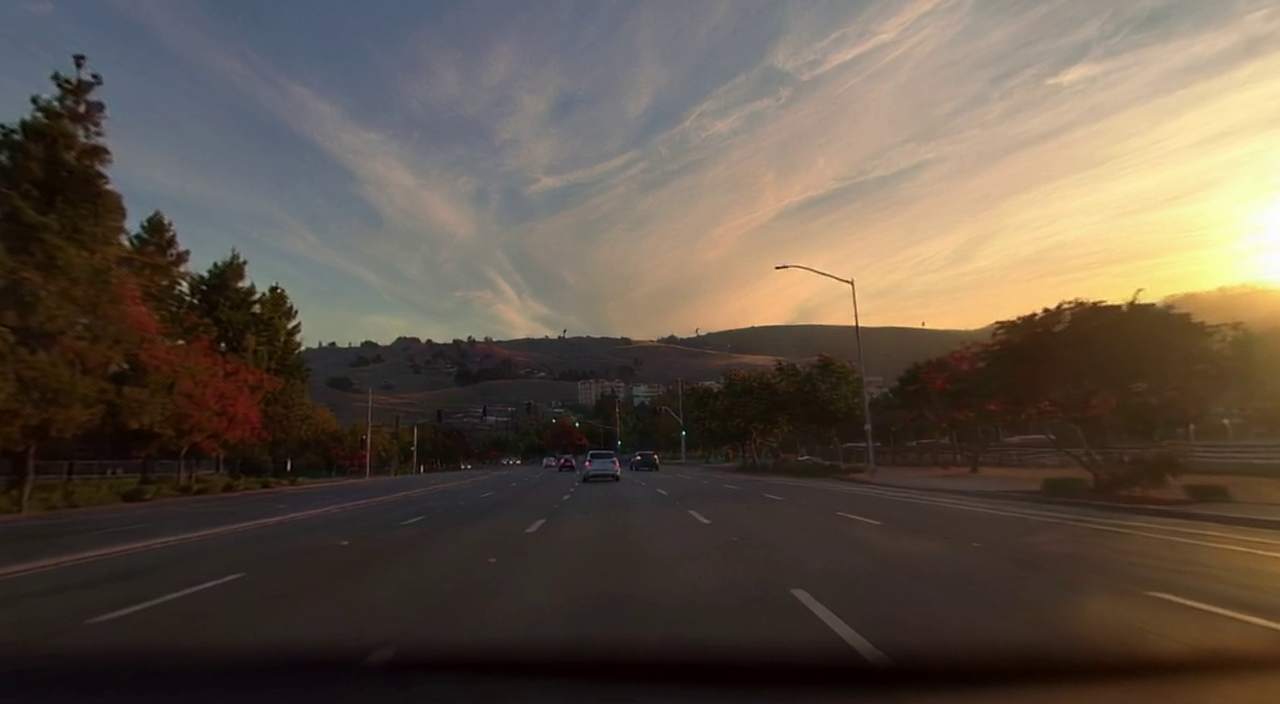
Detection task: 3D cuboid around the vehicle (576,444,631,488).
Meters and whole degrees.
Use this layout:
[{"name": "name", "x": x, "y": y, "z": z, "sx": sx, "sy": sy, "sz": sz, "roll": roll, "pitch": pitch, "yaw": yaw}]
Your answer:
[{"name": "vehicle", "x": -1.680, "y": 5.037, "z": 28.208, "sx": 2.253, "sy": 1.756, "sz": 4.313, "roll": 1, "pitch": -9, "yaw": -5}]
